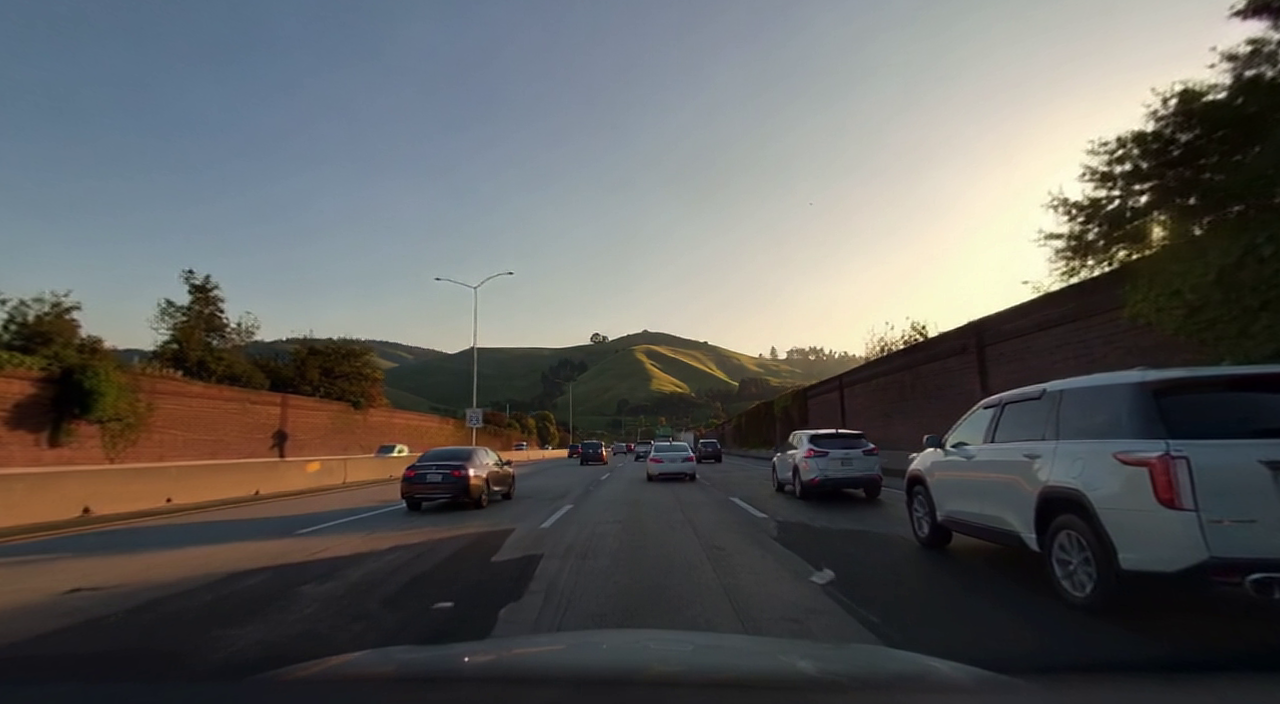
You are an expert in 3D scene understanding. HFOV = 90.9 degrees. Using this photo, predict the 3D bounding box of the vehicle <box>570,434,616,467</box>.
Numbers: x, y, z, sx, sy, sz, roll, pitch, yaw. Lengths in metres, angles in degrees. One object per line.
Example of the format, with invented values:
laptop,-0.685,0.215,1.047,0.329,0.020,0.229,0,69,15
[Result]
vehicle,-2.695,5.820,37.352,2.154,1.793,4.736,0,-8,2

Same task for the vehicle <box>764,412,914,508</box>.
vehicle,4.368,2.454,14.708,1.970,1.872,4.575,0,-8,0

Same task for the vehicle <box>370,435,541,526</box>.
vehicle,-3.348,2.406,12.493,1.961,1.456,4.362,0,-8,2

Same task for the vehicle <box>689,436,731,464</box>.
vehicle,3.910,5.561,35.875,1.855,1.513,3.915,0,-8,-1

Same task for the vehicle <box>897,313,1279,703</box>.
vehicle,3.767,1.020,4.590,1.930,1.831,4.344,0,-8,0

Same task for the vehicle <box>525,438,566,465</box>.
vehicle,-6.591,6.968,44.436,2.055,1.751,4.825,0,-8,1

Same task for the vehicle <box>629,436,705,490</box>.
vehicle,0.710,3.374,19.525,2.105,1.471,3.978,0,-8,-1
